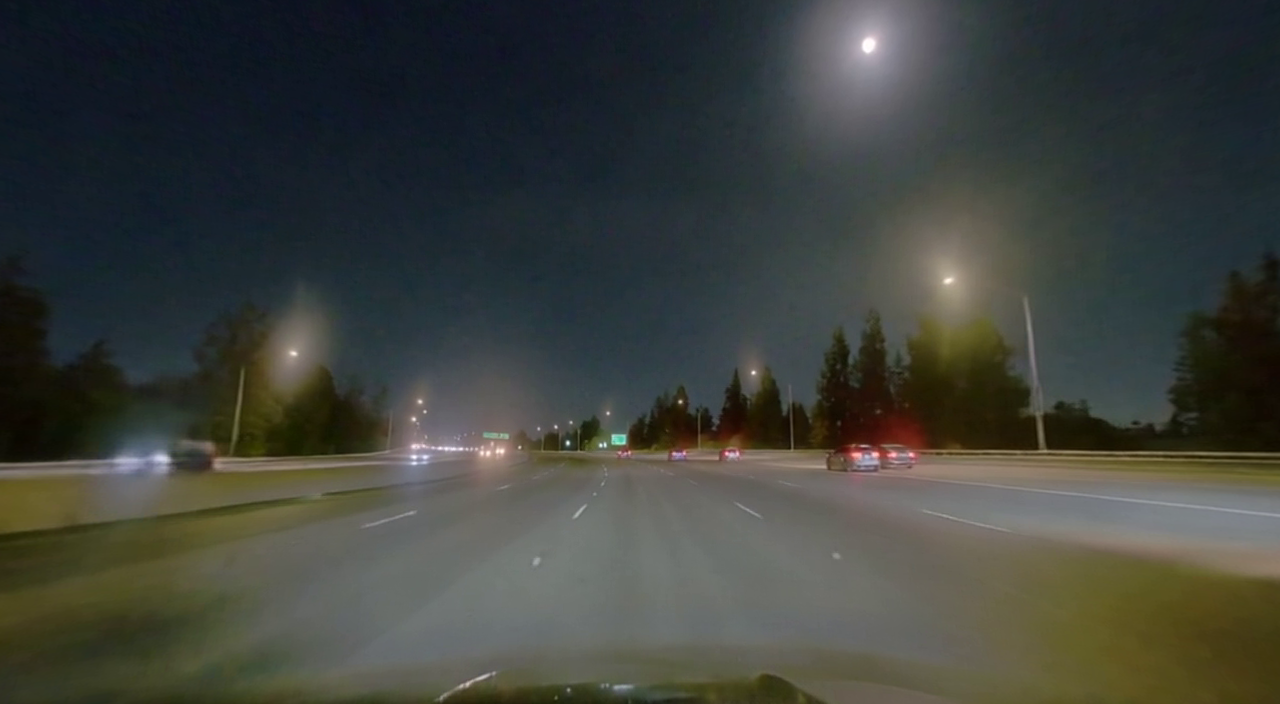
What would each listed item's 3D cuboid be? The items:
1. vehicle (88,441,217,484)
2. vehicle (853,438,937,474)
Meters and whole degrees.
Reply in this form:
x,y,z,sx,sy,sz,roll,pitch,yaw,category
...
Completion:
x,y,z,sx,sy,sz,roll,pitch,yaw,category
-25.943,5.887,33.917,2.275,2.108,6.034,0,-9,-2,vehicle
13.699,5.649,34.269,2.107,1.803,5.385,0,-9,-2,vehicle
